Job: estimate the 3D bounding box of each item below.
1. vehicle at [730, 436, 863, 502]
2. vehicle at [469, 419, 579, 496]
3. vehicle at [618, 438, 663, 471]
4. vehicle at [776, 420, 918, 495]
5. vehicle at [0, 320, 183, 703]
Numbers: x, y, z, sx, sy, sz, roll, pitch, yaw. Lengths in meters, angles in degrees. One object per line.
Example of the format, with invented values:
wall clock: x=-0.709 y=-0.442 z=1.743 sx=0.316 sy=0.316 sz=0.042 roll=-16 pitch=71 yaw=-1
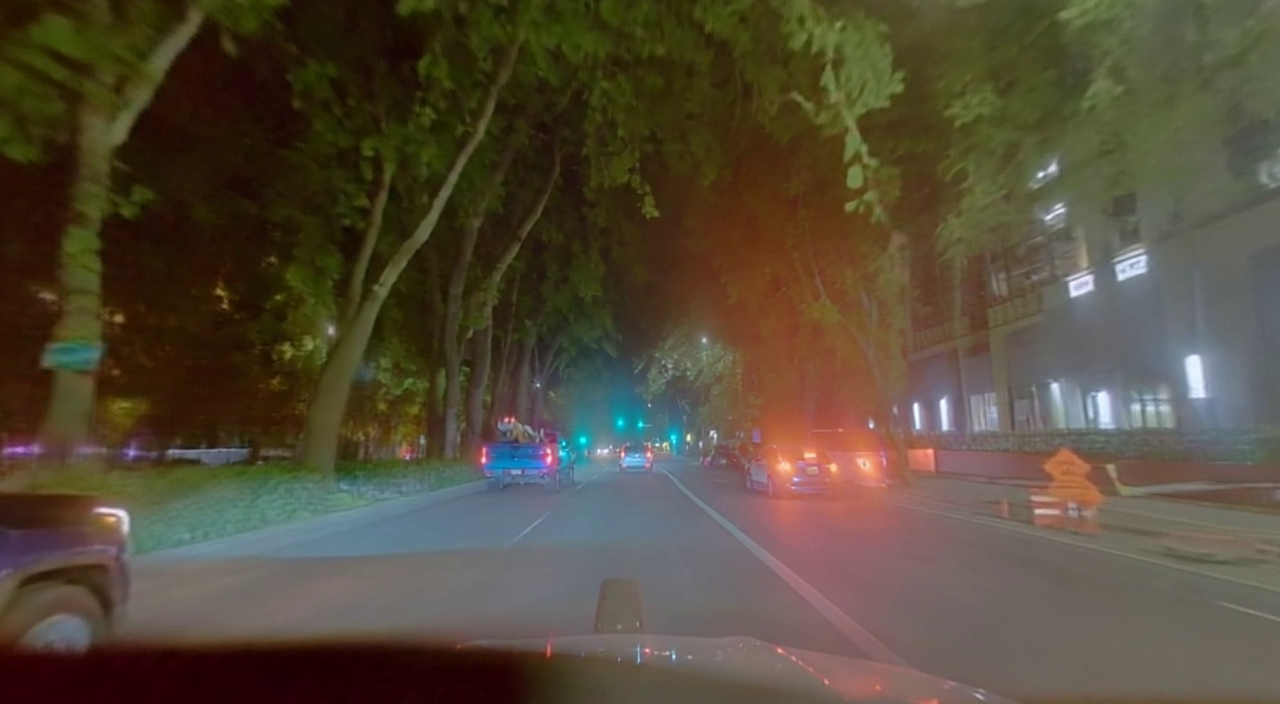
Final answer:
vehicle: x=4.199 y=3.214 z=17.862 sx=2.082 sy=1.601 sz=4.451 roll=1 pitch=-8 yaw=-8
vehicle: x=-3.409 y=3.260 z=19.921 sx=2.424 sy=2.063 sz=5.678 roll=0 pitch=-8 yaw=-1
vehicle: x=-0.045 y=5.876 z=36.446 sx=2.413 sy=1.748 sz=4.406 roll=0 pitch=-8 yaw=-2
vehicle: x=6.608 y=3.471 z=21.159 sx=2.921 sy=2.166 sz=5.422 roll=0 pitch=-8 yaw=0
vehicle: x=-3.708 y=0.580 z=1.207 sx=2.327 sy=1.775 sz=4.430 roll=0 pitch=-8 yaw=0
